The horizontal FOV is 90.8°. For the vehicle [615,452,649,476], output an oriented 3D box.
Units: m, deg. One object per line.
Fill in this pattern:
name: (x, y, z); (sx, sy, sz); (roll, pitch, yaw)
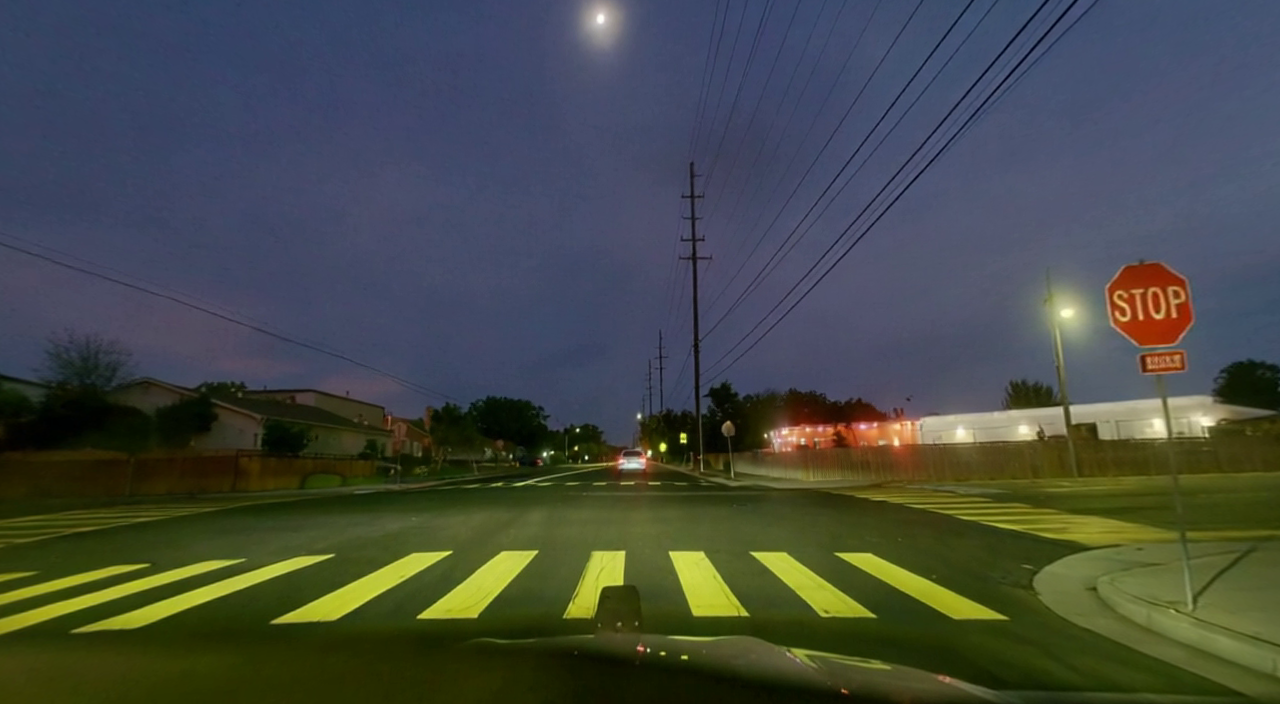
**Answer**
vehicle: (-0.487, 7.294, 41.384); (2.064, 1.477, 3.968); (0, -9, 0)

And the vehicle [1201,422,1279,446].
vehicle: (44.582, 6.032, 46.200); (2.251, 1.596, 5.193); (-1, -8, 0)
